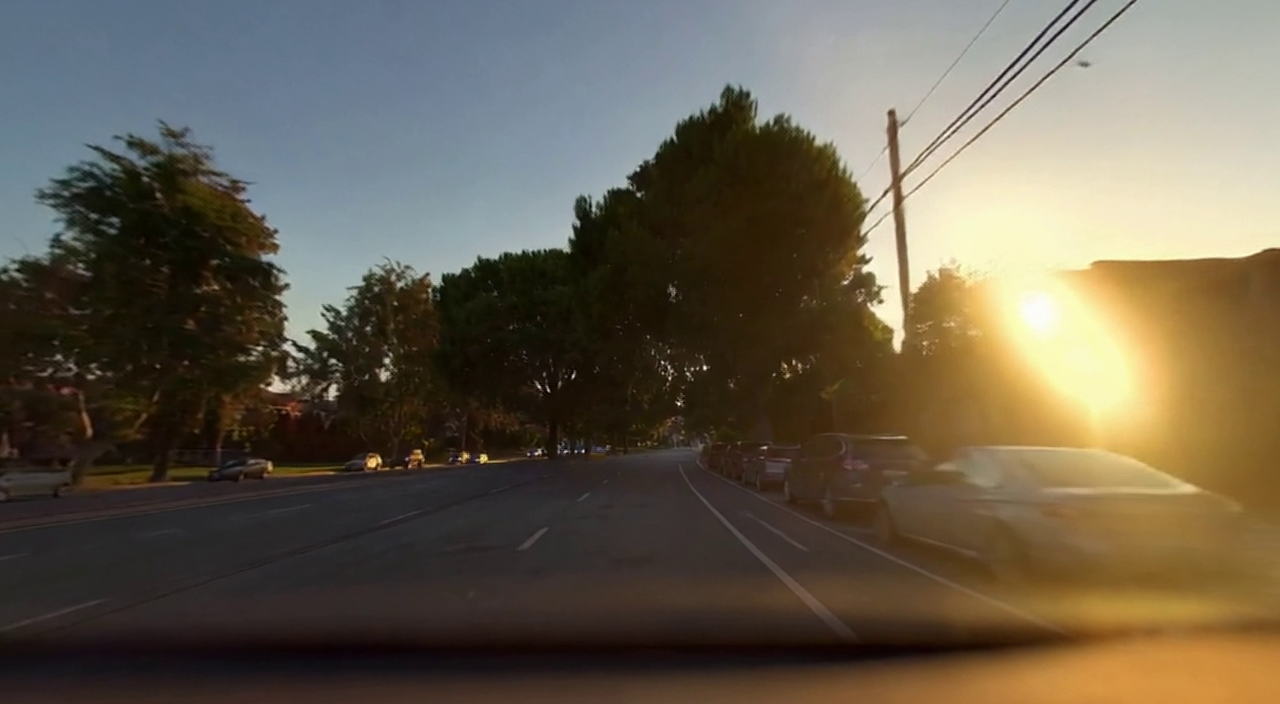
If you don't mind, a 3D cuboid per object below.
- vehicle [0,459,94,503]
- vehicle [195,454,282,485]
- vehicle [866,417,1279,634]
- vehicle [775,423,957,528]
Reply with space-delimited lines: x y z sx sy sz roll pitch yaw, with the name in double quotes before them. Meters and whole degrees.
"vehicle" -23.636 4.807 23.780 1.915 1.492 4.565 -1 -9 3
"vehicle" -23.313 6.815 36.913 1.950 1.466 4.728 -2 -7 1
"vehicle" 4.233 1.602 6.896 1.794 1.560 4.429 0 -9 -1
"vehicle" 4.286 2.412 12.884 1.978 1.744 4.332 0 -9 -2
